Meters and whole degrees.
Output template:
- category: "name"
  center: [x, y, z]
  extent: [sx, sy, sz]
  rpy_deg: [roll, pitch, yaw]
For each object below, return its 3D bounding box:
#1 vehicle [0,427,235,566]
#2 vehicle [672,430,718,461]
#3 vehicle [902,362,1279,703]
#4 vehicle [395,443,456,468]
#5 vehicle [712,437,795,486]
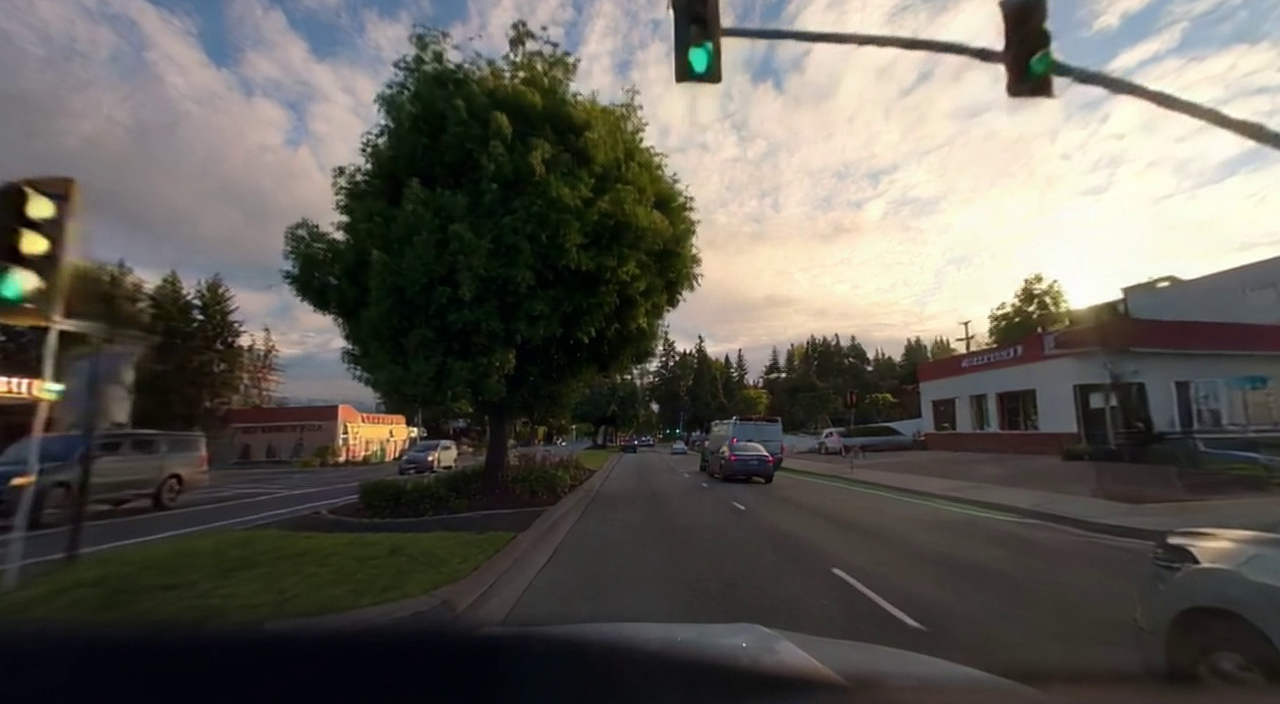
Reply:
- category: "vehicle"
  center: [-8.317, 1.790, 8.228]
  extent: [2.842, 1.476, 4.980]
  rpy_deg: [-3, -7, -1]
- category: "vehicle"
  center: [3.709, 6.441, 43.527]
  extent: [2.611, 1.983, 5.165]
  rpy_deg: [0, -8, -1]
- category: "vehicle"
  center: [3.775, 1.089, 4.225]
  extent: [1.875, 1.665, 4.931]
  rpy_deg: [0, -8, 0]
- category: "vehicle"
  center: [-14.190, 6.843, 42.098]
  extent: [2.031, 1.539, 5.646]
  rpy_deg: [0, -8, 0]
- category: "vehicle"
  center: [3.623, 3.564, 20.875]
  extent: [1.871, 1.442, 4.122]
  rpy_deg: [0, -8, -1]
